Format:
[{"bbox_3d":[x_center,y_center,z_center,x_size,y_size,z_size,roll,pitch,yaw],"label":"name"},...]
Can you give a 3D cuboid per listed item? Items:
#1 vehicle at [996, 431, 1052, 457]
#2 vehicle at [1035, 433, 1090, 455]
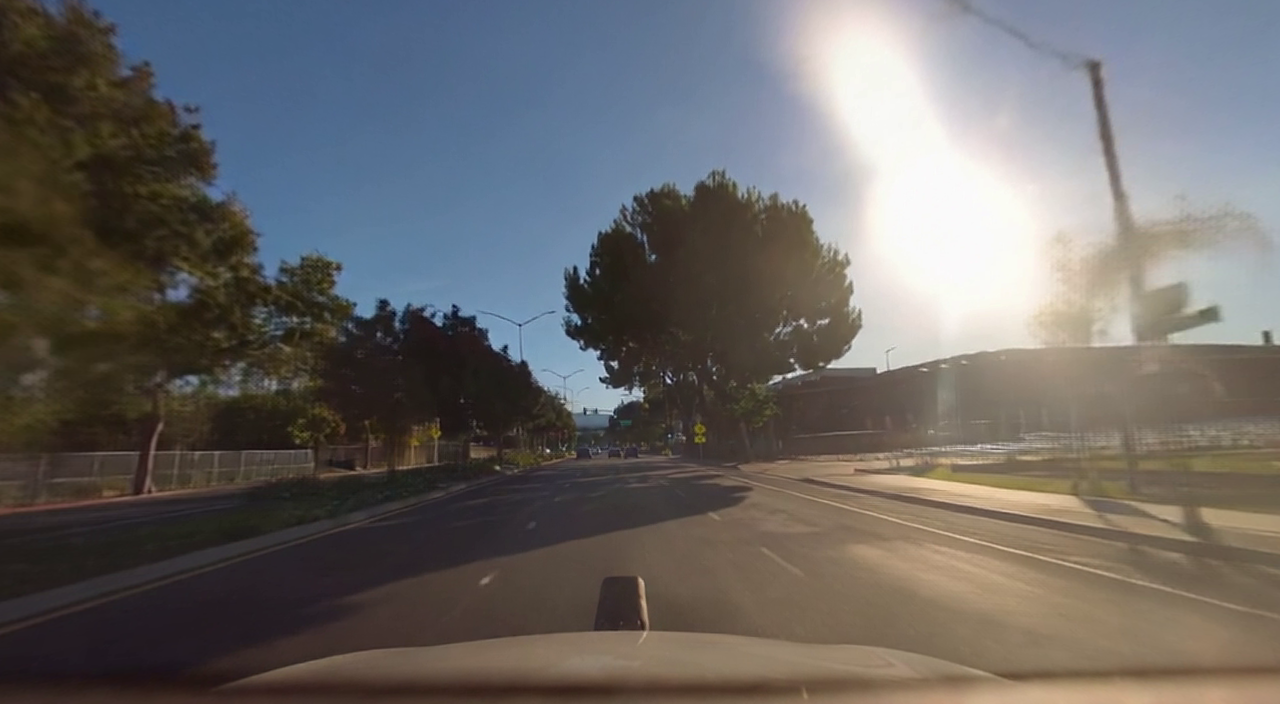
[{"bbox_3d":[26.034,6.289,42.996,2.055,1.645,4.679,-3,-9,17],"label":"vehicle"},{"bbox_3d":[29.164,6.401,43.704,1.736,1.440,3.989,-2,-9,12],"label":"vehicle"}]
